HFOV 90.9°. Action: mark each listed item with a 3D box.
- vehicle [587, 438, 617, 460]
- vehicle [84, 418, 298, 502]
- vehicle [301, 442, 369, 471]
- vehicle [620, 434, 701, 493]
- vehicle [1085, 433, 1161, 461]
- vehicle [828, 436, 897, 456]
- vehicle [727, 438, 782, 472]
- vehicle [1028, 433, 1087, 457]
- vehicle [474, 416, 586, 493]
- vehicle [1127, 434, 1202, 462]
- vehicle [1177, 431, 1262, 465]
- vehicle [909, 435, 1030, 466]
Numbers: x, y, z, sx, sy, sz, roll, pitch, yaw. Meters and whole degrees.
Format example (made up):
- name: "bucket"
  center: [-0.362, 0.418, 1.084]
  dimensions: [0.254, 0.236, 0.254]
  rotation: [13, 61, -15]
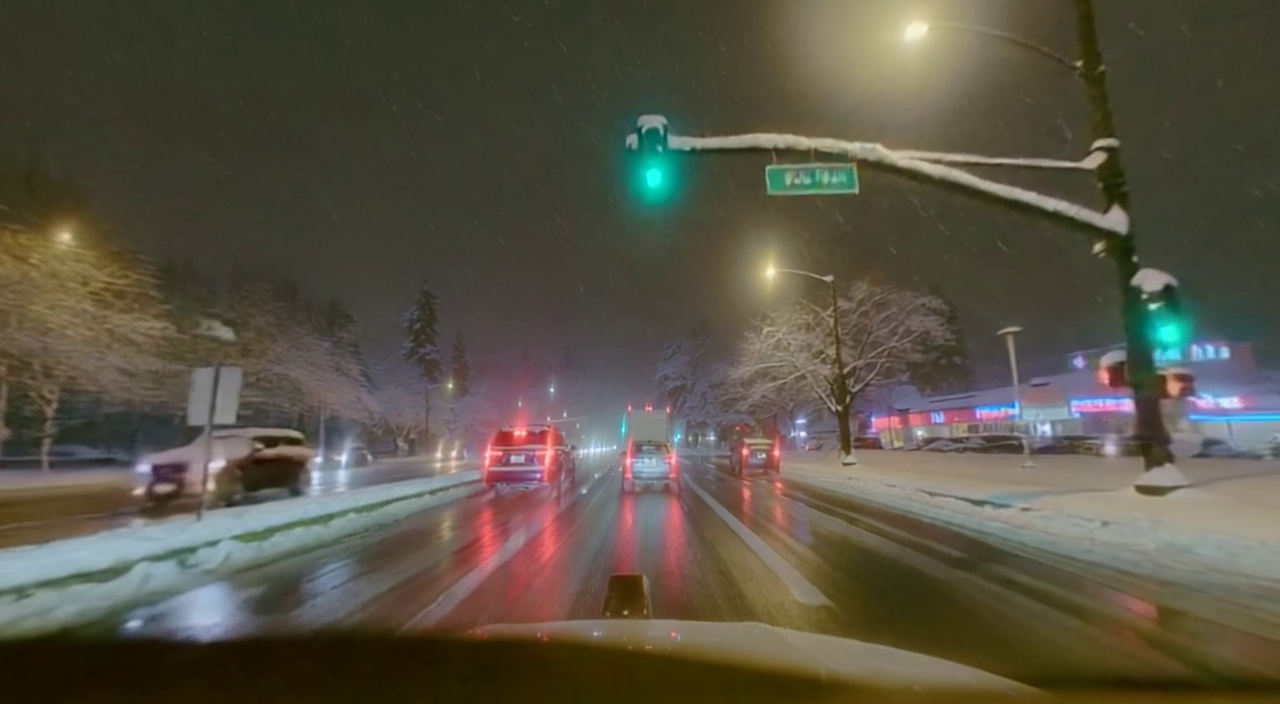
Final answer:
- name: "vehicle"
  center: [-2.782, 7.173, 46.647]
  dimensions: [1.902, 1.522, 3.523]
  rotation: [0, -8, 2]
- name: "vehicle"
  center: [-11.758, 2.869, 17.108]
  dimensions: [2.165, 1.926, 4.899]
  rotation: [0, -8, 0]
- name: "vehicle"
  center: [-18.677, 6.403, 38.836]
  dimensions: [1.945, 1.666, 4.478]
  rotation: [0, -8, -1]
- name: "vehicle"
  center: [0.538, 3.152, 18.223]
  dimensions: [2.061, 1.494, 4.079]
  rotation: [0, -8, 0]
- name: "vehicle"
  center: [28.482, 5.583, 37.148]
  dimensions: [4.207, 1.443, 1.889]
  rotation: [3, -9, -29]
- name: "vehicle"
  center: [16.358, 6.938, 46.532]
  dimensions: [4.323, 1.496, 1.937]
  rotation: [0, -8, -1]
- name: "vehicle"
  center: [5.423, 4.914, 30.422]
  dimensions: [1.900, 1.507, 4.151]
  rotation: [0, -8, 0]
- name: "vehicle"
  center: [28.851, 6.403, 43.518]
  dimensions: [3.799, 1.541, 1.747]
  rotation: [5, -10, -30]
- name: "vehicle"
  center: [-3.011, 2.974, 18.626]
  dimensions: [2.289, 1.935, 5.227]
  rotation: [0, -8, 1]
- name: "vehicle"
  center: [28.433, 5.187, 34.125]
  dimensions: [3.873, 1.429, 1.765]
  rotation: [5, -9, -30]
- name: "vehicle"
  center: [29.251, 4.799, 31.777]
  dimensions: [4.225, 1.502, 1.915]
  rotation: [3, -9, -32]
- name: "vehicle"
  center: [15.613, 4.699, 30.033]
  dimensions: [4.756, 1.422, 1.831]
  rotation: [0, -8, -1]
